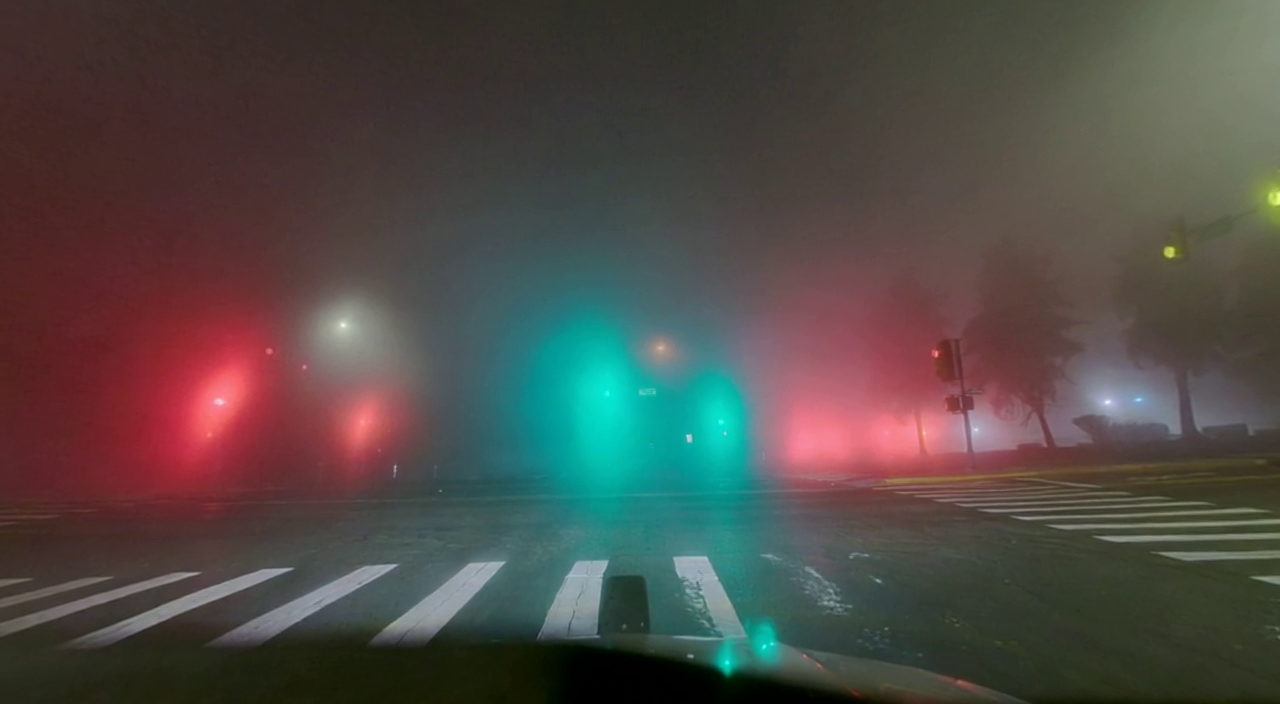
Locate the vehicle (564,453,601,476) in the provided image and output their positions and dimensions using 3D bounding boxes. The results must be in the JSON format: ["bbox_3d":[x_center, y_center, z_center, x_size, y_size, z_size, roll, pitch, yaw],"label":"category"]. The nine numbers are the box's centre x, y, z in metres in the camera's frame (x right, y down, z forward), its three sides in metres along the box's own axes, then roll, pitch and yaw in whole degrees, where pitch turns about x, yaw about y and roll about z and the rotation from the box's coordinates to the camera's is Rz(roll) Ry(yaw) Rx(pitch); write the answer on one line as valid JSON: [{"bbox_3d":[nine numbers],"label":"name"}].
[{"bbox_3d":[-4.457,8.849,49.831,2.030,1.704,4.205,-1,-8,7],"label":"vehicle"}]
